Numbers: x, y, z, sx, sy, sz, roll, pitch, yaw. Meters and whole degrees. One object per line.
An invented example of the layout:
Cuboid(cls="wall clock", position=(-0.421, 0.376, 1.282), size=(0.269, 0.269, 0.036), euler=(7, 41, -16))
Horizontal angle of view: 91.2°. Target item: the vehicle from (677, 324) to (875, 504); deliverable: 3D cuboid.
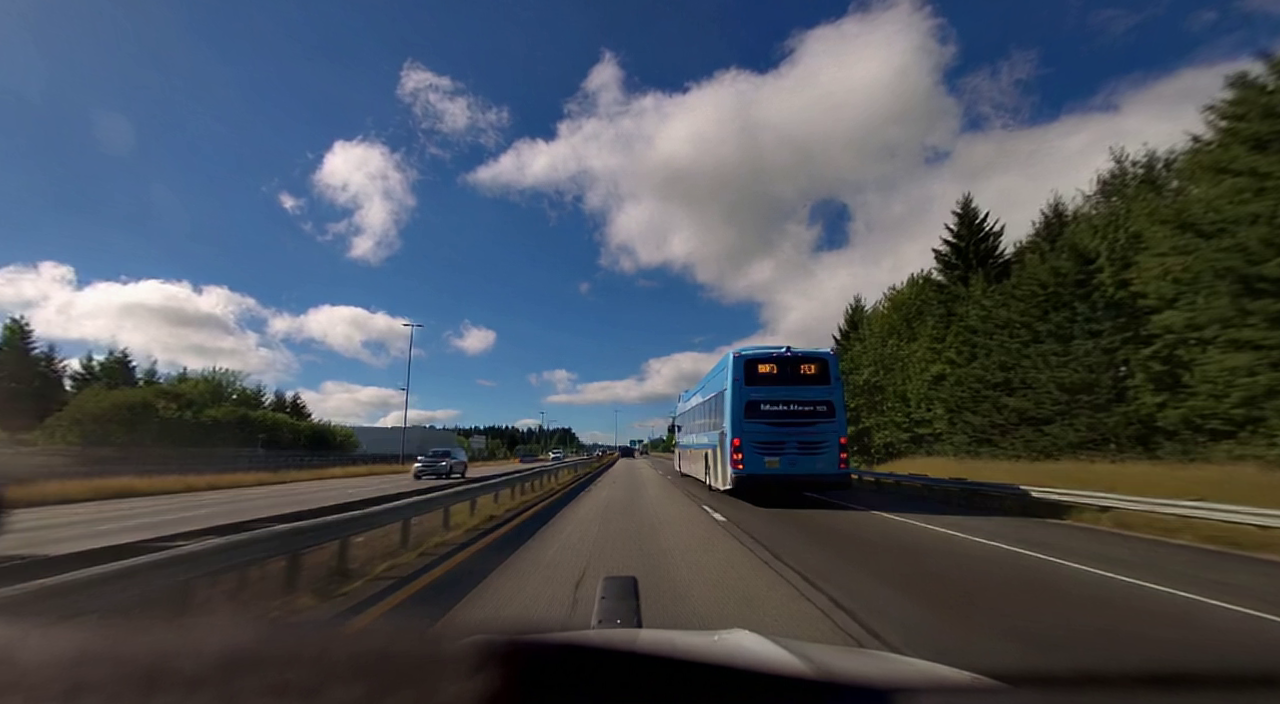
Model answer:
Cuboid(cls="vehicle", position=(3.469, 2.439, 21.342), size=(3.277, 4.084, 14.213), euler=(0, -9, -1))
